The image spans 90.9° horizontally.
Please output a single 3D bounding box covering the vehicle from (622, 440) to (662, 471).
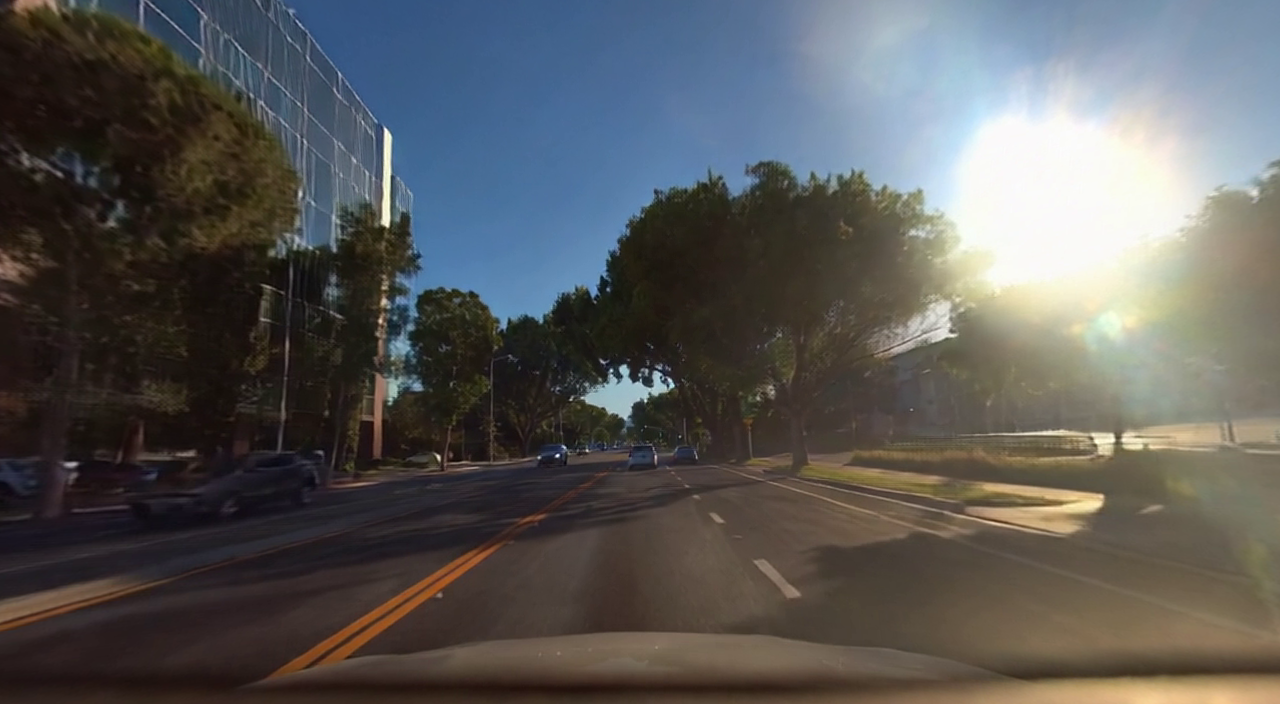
[{"bbox_3d":[0.151,5.785,35.362,2.109,1.612,3.963,0,-8,1],"label":"vehicle"}]

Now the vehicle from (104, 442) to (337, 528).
[{"bbox_3d":[-9.905,3.120,15.611,2.064,1.722,5.226,0,-8,1],"label":"vehicle"}]

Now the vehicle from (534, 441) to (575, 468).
[{"bbox_3d":[-6.102,7.366,45.582,2.247,1.825,4.618,0,-8,1],"label":"vehicle"}]

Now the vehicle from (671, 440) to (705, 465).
[{"bbox_3d":[3.498,7.419,46.727,2.189,1.766,4.495,0,-8,0],"label":"vehicle"}]
